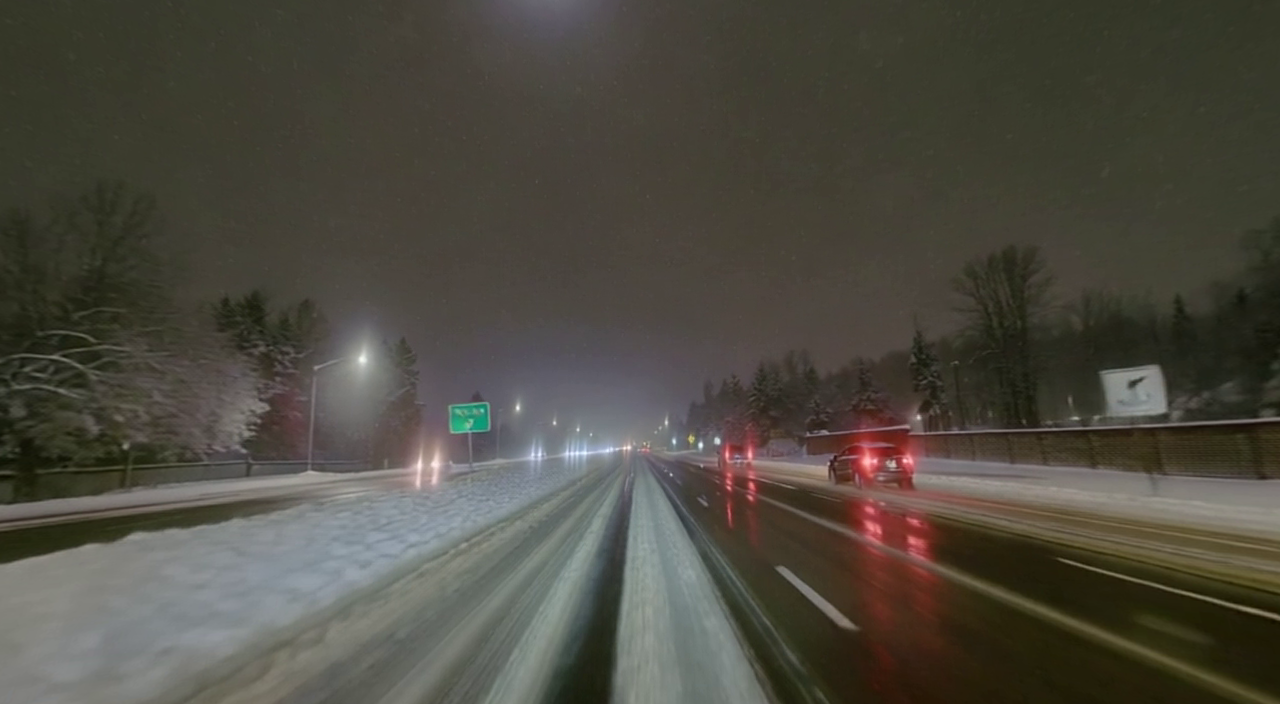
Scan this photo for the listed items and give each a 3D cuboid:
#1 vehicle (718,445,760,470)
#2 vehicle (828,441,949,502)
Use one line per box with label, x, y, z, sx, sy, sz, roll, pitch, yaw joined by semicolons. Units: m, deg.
vehicle;6.598;7.058;42.560;1.987;1.597;4.463;0;-8;-2
vehicle;6.764;3.262;17.648;1.838;1.518;3.713;0;-8;0
